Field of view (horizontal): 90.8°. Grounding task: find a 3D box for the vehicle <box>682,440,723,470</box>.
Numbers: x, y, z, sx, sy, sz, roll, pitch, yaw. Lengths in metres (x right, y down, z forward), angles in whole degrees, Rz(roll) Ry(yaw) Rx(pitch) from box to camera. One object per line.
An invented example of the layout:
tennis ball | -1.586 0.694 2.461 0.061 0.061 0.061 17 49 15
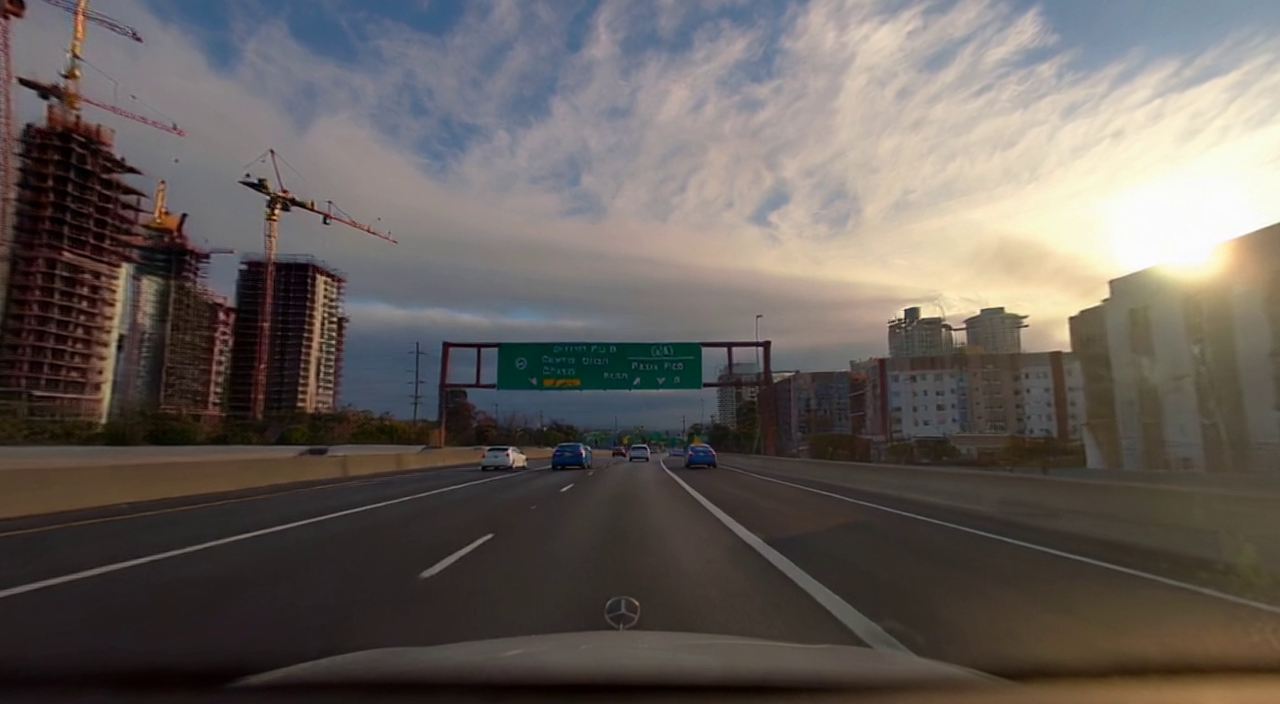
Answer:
vehicle | 3.518 5.899 36.266 1.978 1.602 4.092 0 -8 0

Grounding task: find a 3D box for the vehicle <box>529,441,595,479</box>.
vehicle | -3.280 4.630 27.388 2.136 1.512 4.488 0 -8 2

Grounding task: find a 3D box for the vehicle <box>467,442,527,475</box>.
vehicle | -7.131 5.342 31.988 1.951 1.528 4.209 0 -8 1

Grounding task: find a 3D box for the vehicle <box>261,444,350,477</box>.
vehicle | -16.340 5.311 31.161 1.826 1.476 4.548 0 -8 1
